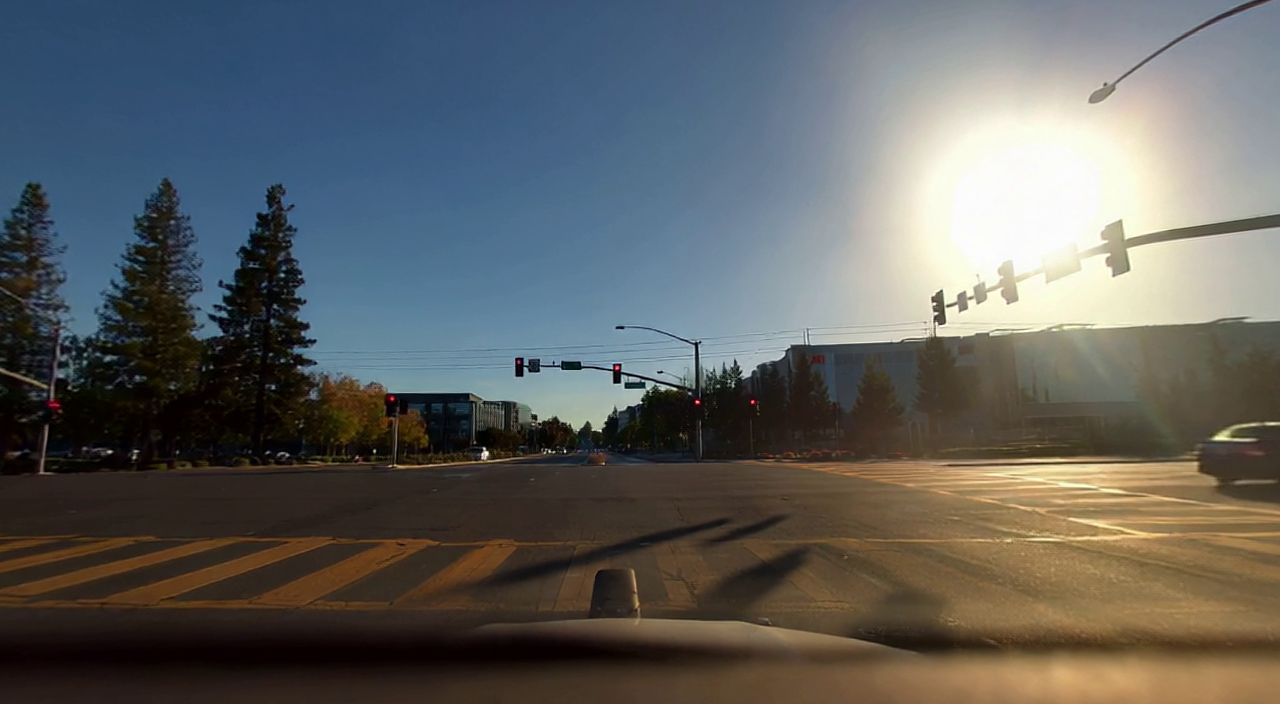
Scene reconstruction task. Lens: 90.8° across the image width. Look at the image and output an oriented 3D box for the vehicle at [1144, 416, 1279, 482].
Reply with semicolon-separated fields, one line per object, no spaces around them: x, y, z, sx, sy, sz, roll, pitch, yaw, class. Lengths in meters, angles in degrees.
15.061;2.279;14.938;4.736;1.445;1.933;0;-8;-4;vehicle
